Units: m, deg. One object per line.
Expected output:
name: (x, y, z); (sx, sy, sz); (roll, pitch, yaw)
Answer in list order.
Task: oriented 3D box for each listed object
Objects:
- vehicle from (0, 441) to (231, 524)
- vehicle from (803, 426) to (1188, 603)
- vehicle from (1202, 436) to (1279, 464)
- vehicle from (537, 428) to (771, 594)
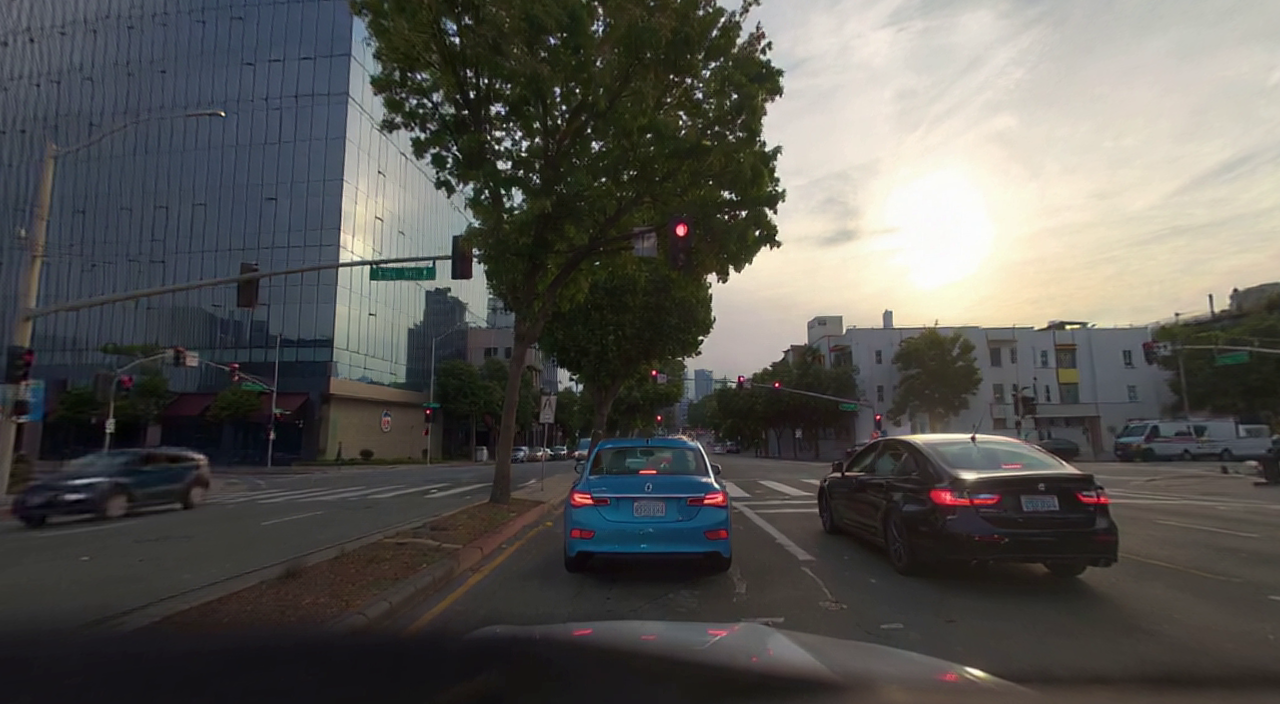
vehicle: (-12.276, 2.979, 15.040); (2.009, 1.642, 4.482); (0, -9, 0)
vehicle: (3.642, 1.737, 7.736); (2.018, 1.491, 4.544); (0, -9, -1)
vehicle: (35.207, 5.627, 36.133); (4.190, 1.535, 1.998); (0, -9, -1)
vehicle: (0.091, 1.733, 7.727); (2.087, 1.468, 4.014); (0, -9, -1)
